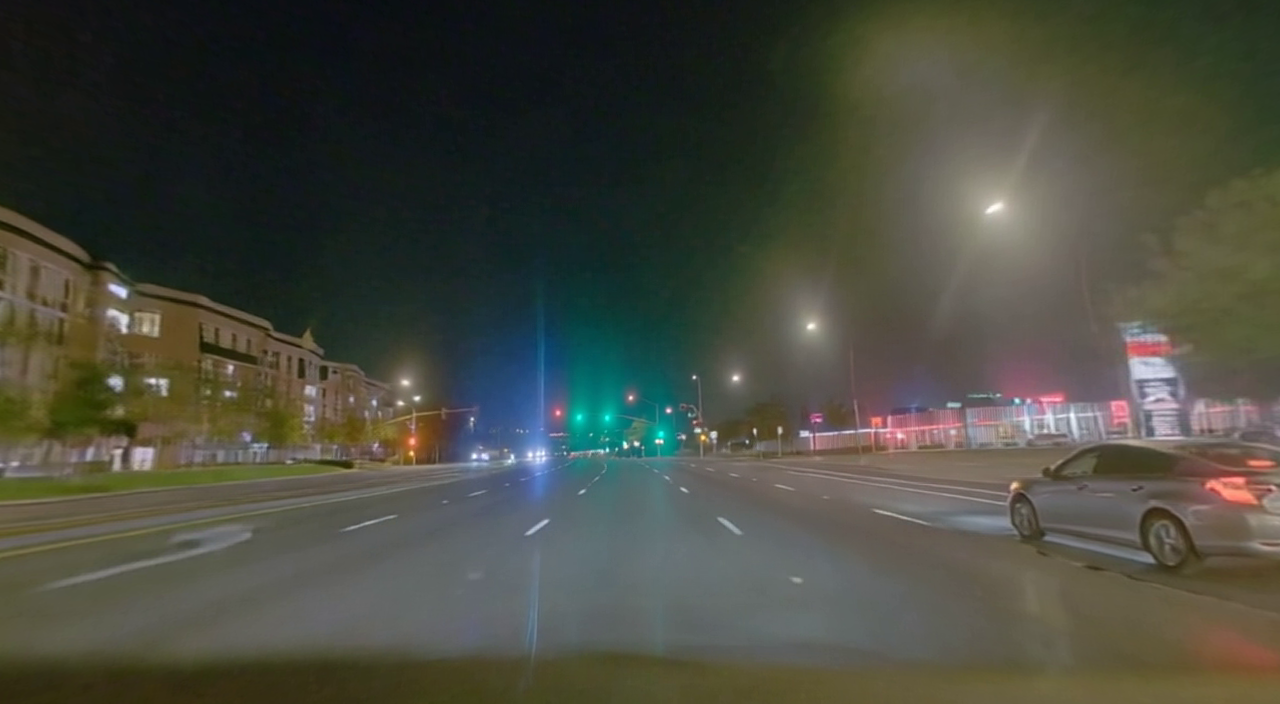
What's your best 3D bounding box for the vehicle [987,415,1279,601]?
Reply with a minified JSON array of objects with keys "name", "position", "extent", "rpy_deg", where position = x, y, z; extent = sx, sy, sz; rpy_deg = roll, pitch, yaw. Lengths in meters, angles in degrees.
[{"name":"vehicle","position":[6.220,1.549,7.025],"extent":[2.070,1.491,4.575],"rpy_deg":[0,-9,-1]}]
